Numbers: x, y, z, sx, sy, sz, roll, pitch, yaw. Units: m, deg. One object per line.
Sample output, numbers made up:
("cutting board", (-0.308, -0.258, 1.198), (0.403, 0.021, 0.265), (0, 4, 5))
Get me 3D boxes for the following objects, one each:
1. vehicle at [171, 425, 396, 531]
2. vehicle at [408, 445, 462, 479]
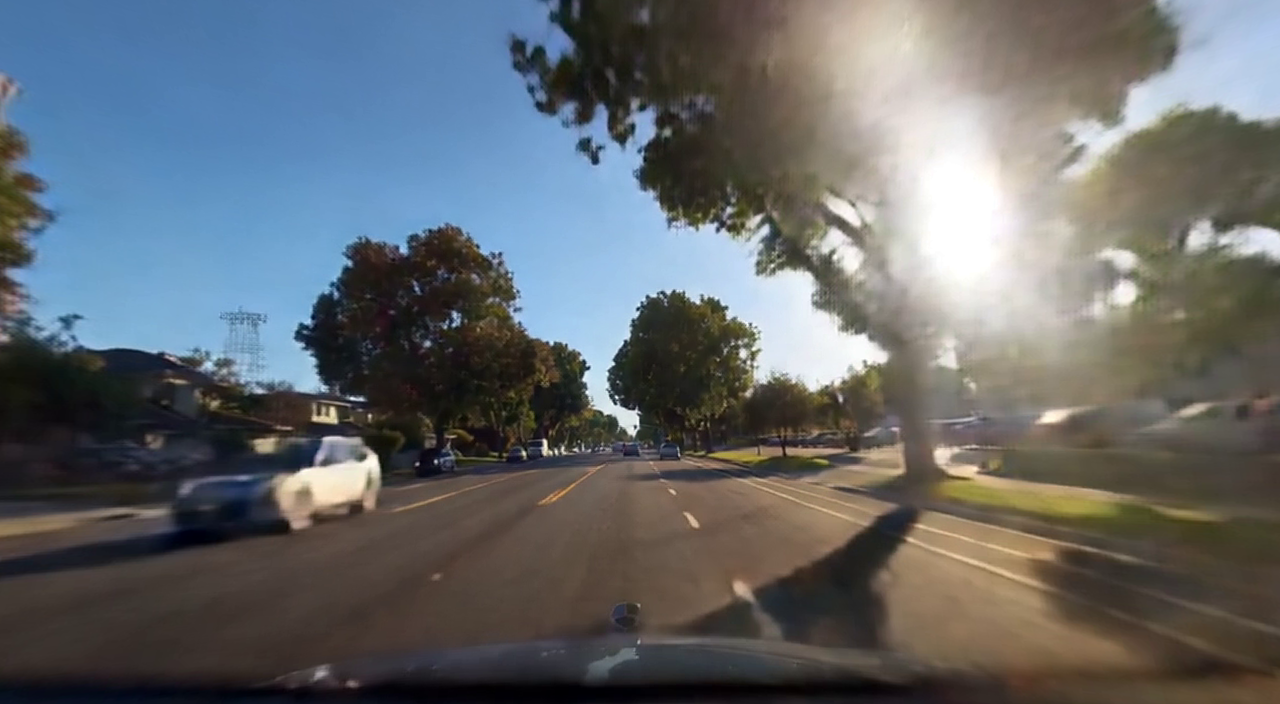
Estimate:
("vehicle", (-7.043, 2.516, 13.220), (2.054, 1.814, 4.543), (0, -9, -1))
("vehicle", (-12.404, 6.628, 38.461), (2.000, 1.821, 4.314), (-2, -8, -3))
